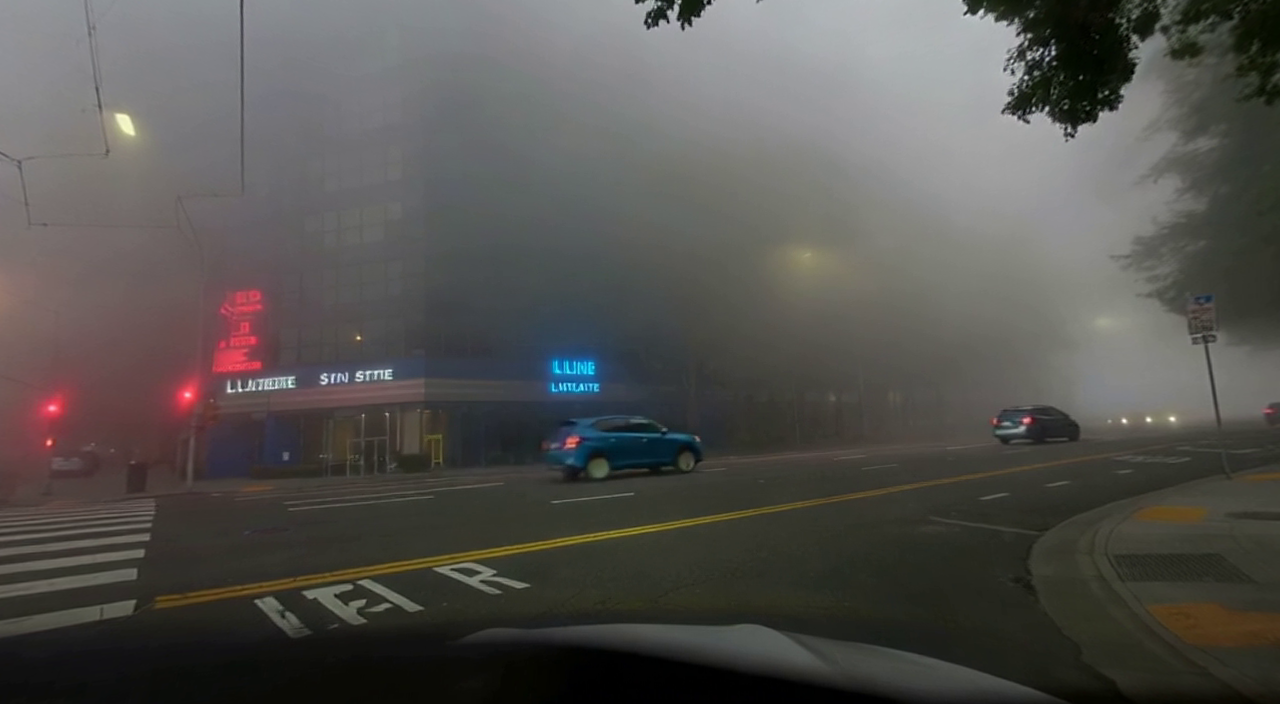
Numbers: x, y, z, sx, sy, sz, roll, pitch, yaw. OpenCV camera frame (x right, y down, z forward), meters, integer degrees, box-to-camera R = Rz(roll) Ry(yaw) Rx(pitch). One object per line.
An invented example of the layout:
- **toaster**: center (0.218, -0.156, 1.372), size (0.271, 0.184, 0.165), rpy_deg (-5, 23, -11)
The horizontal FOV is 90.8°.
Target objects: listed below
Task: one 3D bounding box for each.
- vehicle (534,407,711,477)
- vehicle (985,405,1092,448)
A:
- **vehicle**: center (-0.446, 2.621, 18.309), size (4.689, 1.758, 2.146), rpy_deg (5, -10, -33)
- **vehicle**: center (16.313, 3.092, 25.797), size (4.377, 1.624, 1.953), rpy_deg (6, -10, -34)
